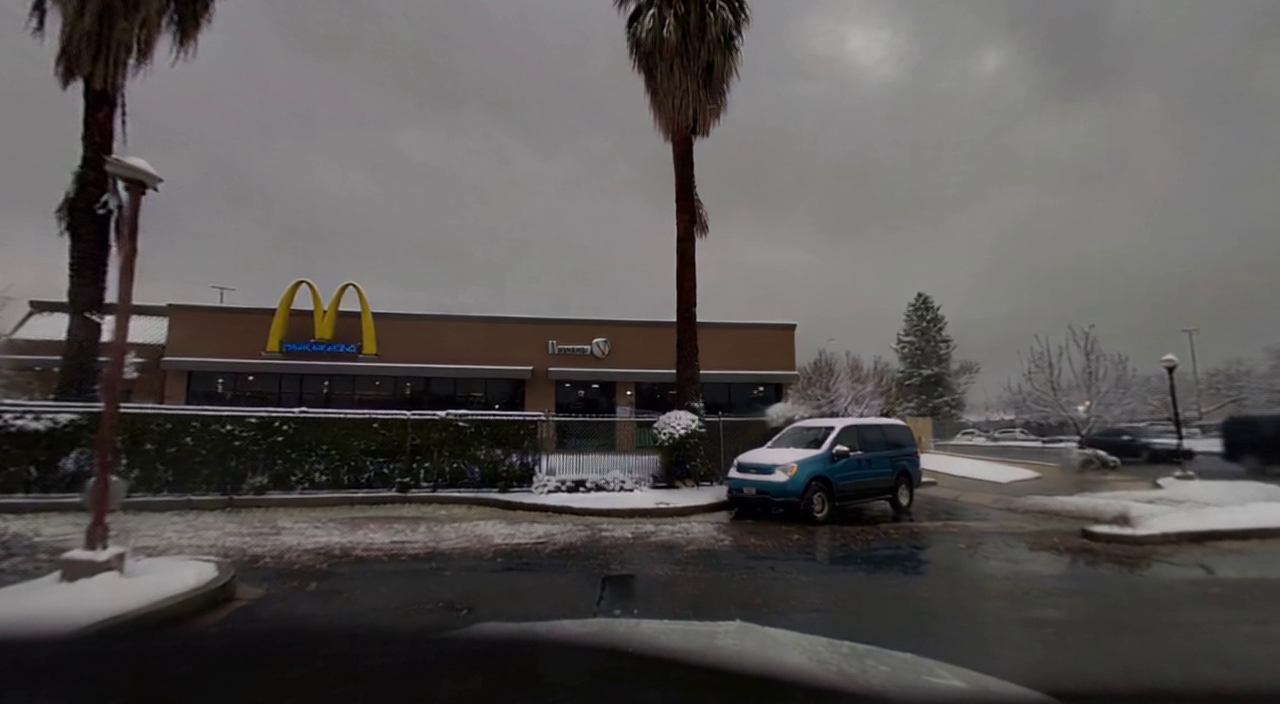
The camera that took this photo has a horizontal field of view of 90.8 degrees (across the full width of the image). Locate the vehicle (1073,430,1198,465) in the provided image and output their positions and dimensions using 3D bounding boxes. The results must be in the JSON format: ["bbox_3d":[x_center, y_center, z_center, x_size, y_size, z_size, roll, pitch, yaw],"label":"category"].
[{"bbox_3d":[22.571,4.382,29.068,1.860,1.417,4.750,1,-8,-1],"label":"vehicle"}]

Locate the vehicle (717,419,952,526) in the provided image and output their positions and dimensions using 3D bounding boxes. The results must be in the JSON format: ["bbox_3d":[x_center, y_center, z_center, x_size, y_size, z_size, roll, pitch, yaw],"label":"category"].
[{"bbox_3d":[3.941,2.258,12.709,4.365,1.791,2.073,4,-7,-31],"label":"vehicle"}]
